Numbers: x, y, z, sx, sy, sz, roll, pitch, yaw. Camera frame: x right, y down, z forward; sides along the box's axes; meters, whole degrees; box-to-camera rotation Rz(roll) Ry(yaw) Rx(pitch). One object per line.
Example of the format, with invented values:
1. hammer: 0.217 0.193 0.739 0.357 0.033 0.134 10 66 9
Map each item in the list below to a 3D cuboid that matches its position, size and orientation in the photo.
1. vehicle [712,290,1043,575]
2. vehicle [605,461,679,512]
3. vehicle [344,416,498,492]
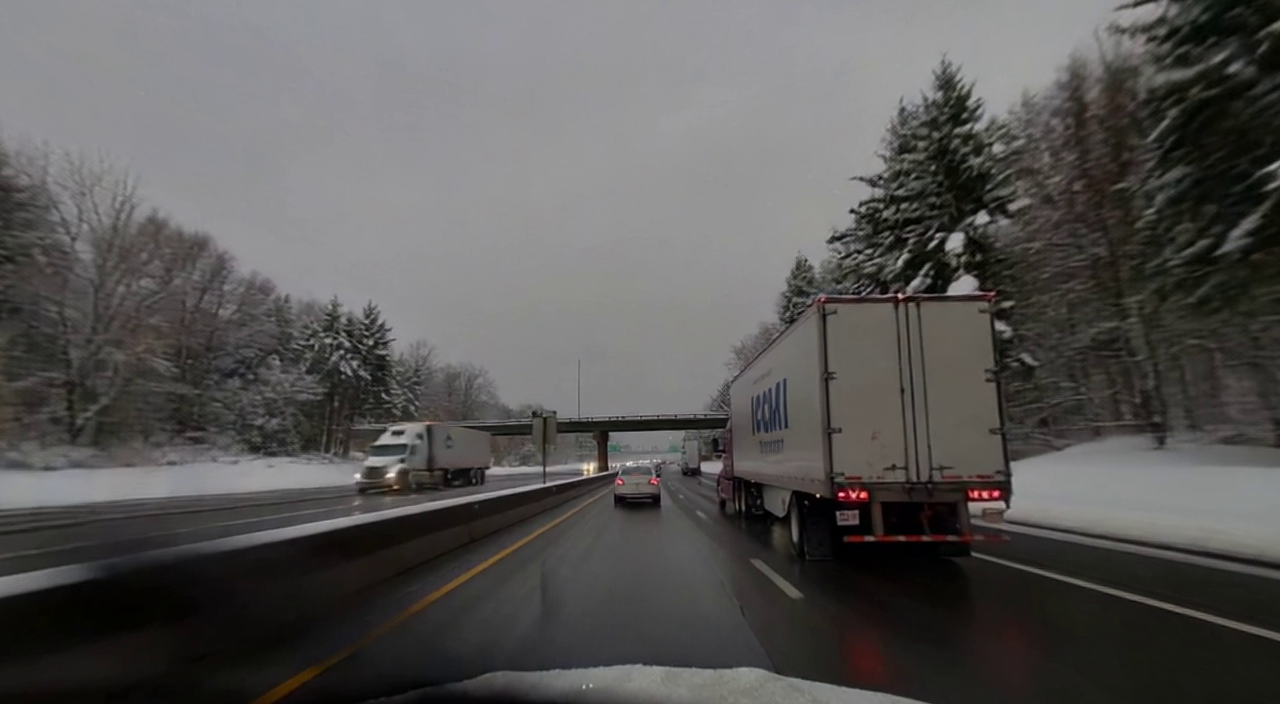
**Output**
1. vehicle: 4.364 2.612 17.484 2.964 4.188 16.587 0 -10 1
2. vehicle: 0.067 4.249 20.117 2.156 1.444 3.762 1 -10 0
3. vehicle: -12.690 6.576 39.431 2.871 3.707 16.908 0 -11 3
